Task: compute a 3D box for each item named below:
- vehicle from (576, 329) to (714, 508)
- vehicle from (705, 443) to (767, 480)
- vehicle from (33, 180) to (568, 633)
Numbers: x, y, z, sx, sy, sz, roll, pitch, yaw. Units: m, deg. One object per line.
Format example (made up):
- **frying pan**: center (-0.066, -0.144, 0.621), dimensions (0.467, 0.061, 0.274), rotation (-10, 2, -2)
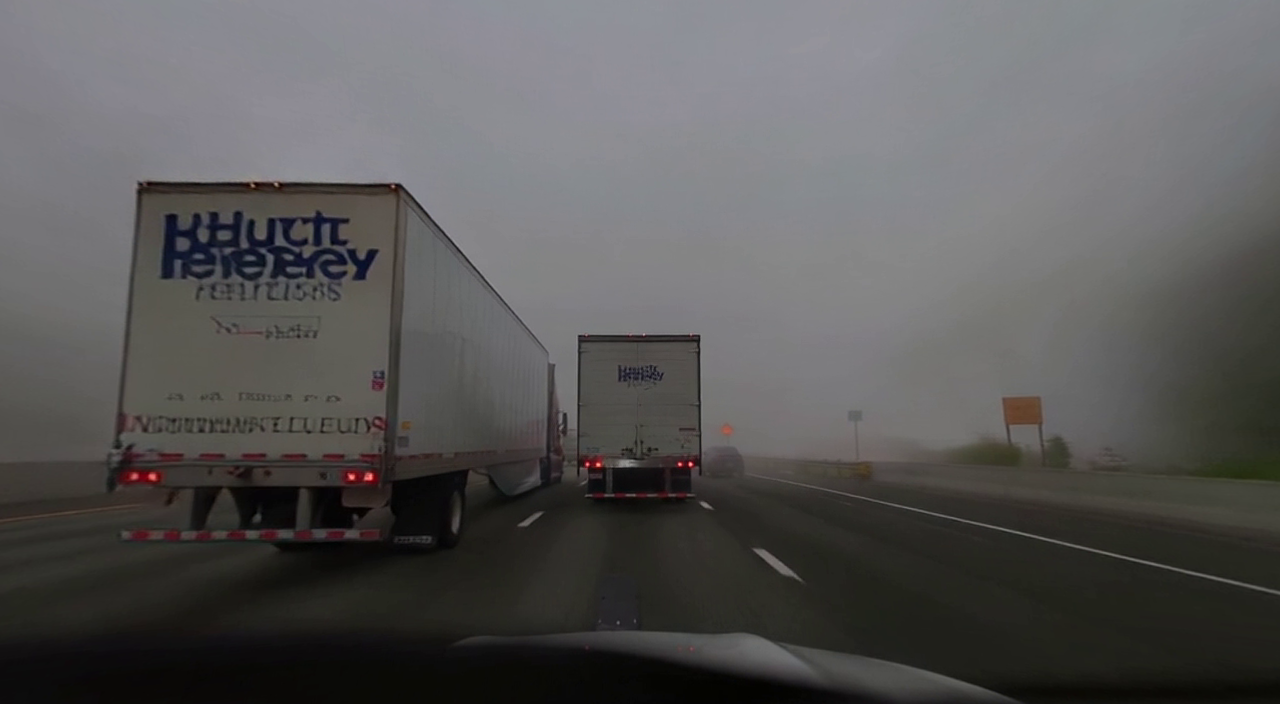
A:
- **vehicle**: center (0.055, 2.112, 18.434), dimensions (2.910, 3.828, 9.805), rotation (0, -9, -1)
- **vehicle**: center (4.123, 4.760, 27.793), dimensions (2.010, 1.446, 4.579), rotation (0, -9, 0)
- **vehicle**: center (-3.855, 1.572, 13.643), dimensions (2.873, 4.107, 15.970), rotation (0, -9, -1)
